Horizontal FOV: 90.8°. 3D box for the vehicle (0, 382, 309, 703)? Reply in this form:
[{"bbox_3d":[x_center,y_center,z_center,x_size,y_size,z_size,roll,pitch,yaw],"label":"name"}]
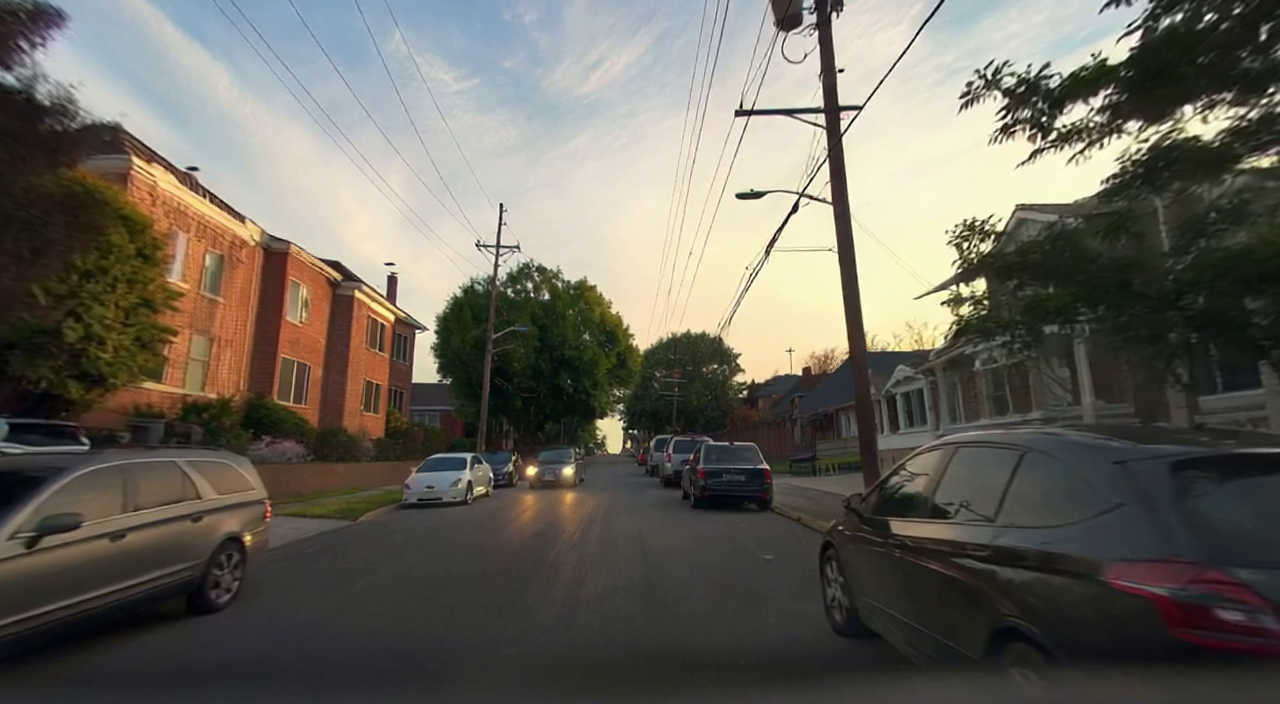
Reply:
[{"bbox_3d":[-4.589,1.259,4.408,2.110,1.875,4.603,0,-8,-1],"label":"vehicle"}]

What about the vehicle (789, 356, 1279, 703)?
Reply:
[{"bbox_3d":[2.296,0.987,2.695,2.034,1.530,4.790,0,-9,-1],"label":"vehicle"}]

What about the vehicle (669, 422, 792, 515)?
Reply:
[{"bbox_3d":[1.950,2.704,15.137,2.032,1.839,4.597,1,-9,-3],"label":"vehicle"}]

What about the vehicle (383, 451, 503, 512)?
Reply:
[{"bbox_3d":[-5.321,3.528,17.702,1.932,1.431,4.198,-1,-9,1],"label":"vehicle"}]

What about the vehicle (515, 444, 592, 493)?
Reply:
[{"bbox_3d":[-2.911,4.030,22.334,2.060,1.525,4.876,0,-8,0],"label":"vehicle"}]
